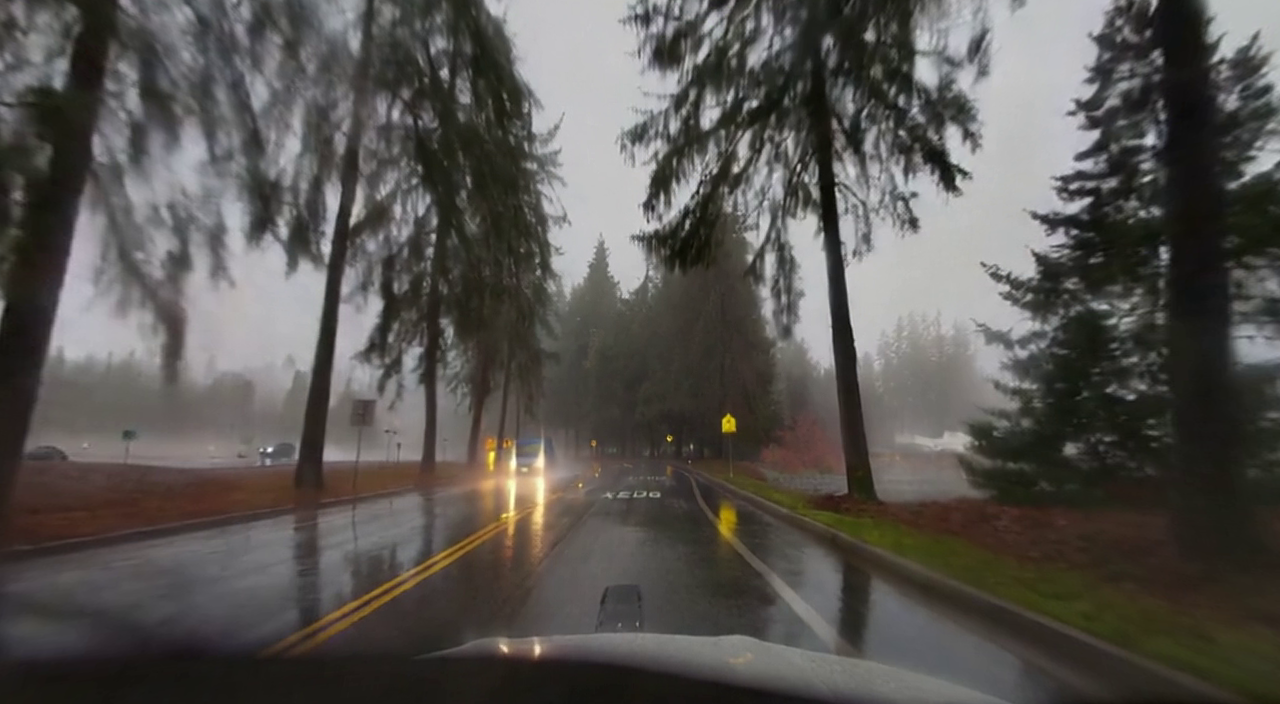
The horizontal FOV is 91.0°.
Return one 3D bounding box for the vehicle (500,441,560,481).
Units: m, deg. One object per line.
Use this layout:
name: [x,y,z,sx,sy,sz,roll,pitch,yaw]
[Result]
vehicle: [-5.723,5.777,33.620,2.394,1.900,5.863,0,-9,-2]
